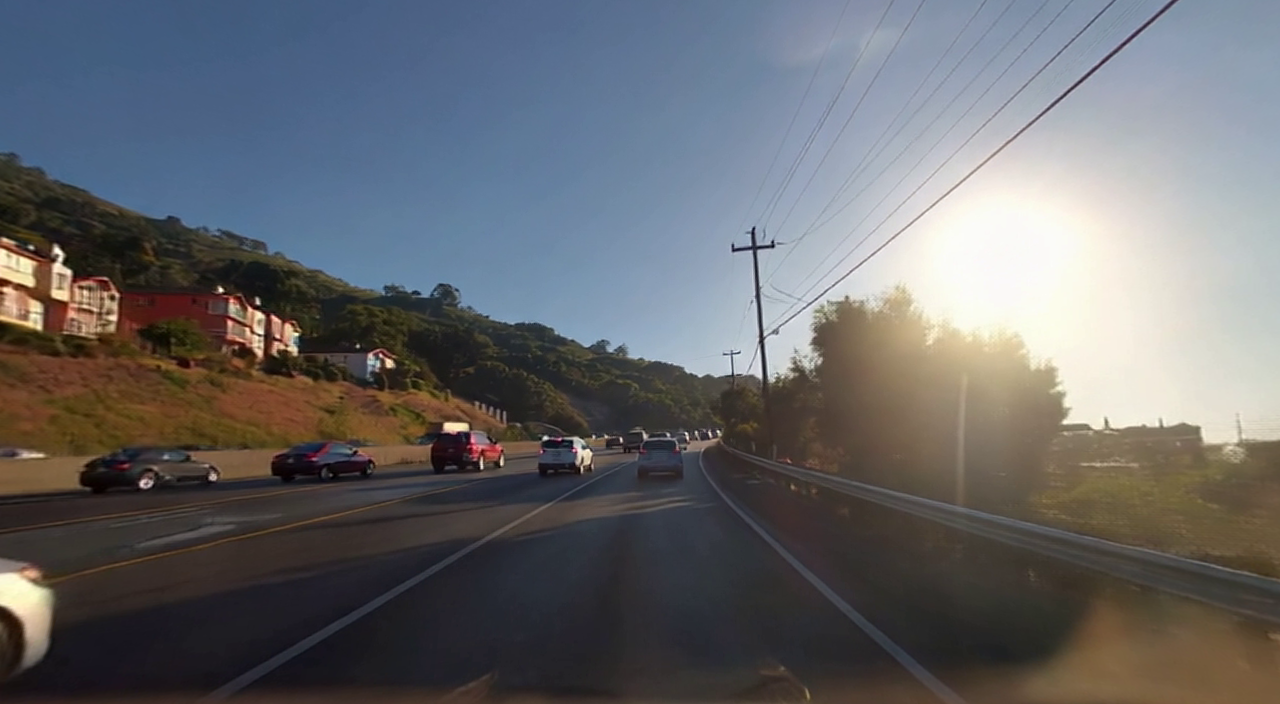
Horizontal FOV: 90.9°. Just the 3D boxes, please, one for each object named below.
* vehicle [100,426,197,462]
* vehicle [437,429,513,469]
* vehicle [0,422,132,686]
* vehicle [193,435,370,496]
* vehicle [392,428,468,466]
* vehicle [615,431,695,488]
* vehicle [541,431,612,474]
[{"bbox_3d":[-28.072,5.264,36.164,2.055,1.926,3.904,-1,-8,8],"label":"vehicle"},{"bbox_3d":[-8.179,4.856,31.720,2.080,1.833,4.461,-1,-8,8],"label":"vehicle"},{"bbox_3d":[-4.651,0.921,2.032,1.956,1.478,4.789,0,-8,2],"label":"vehicle"},{"bbox_3d":[-9.636,3.064,17.489,1.959,1.469,4.450,-1,-8,6],"label":"vehicle"},{"bbox_3d":[-11.788,5.403,35.841,2.105,1.971,4.868,-1,-8,7],"label":"vehicle"},{"bbox_3d":[0.496,3.152,18.727,2.109,1.495,3.935,0,-8,3],"label":"vehicle"},{"bbox_3d":[-2.540,4.203,26.502,2.121,1.639,4.383,-1,-8,6],"label":"vehicle"}]
